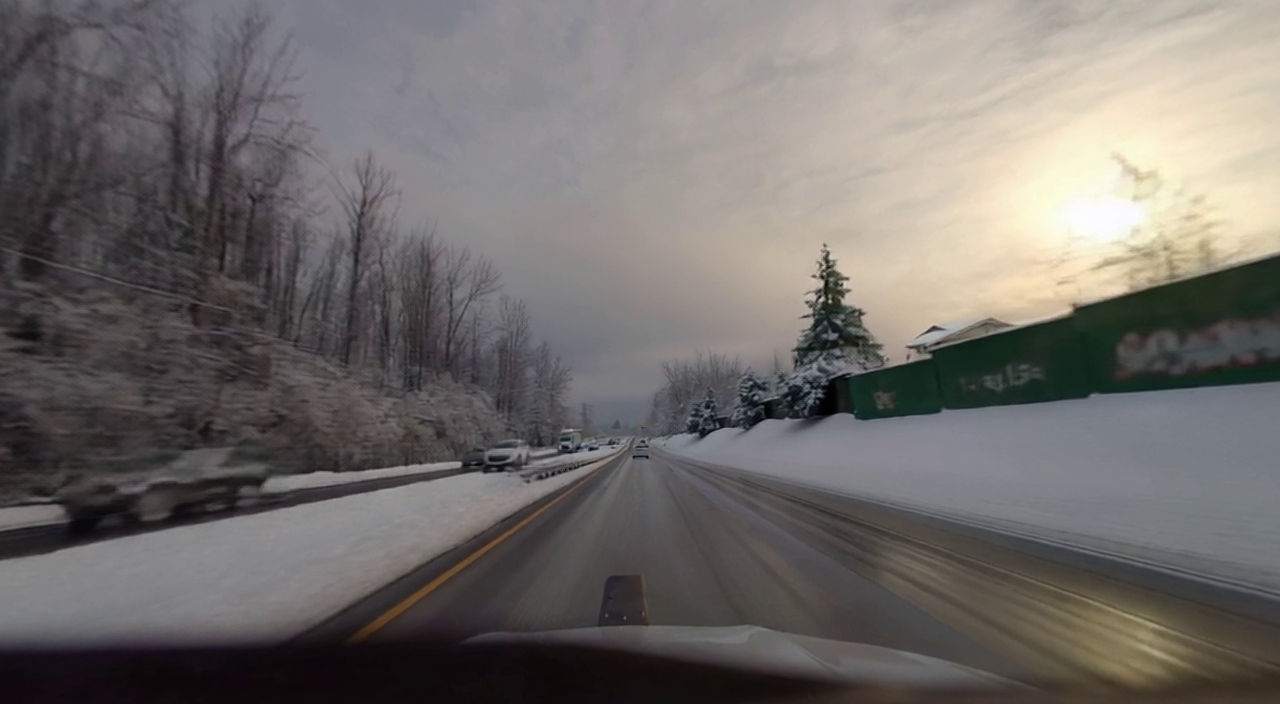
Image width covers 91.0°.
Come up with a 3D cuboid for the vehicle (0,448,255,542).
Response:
[{"bbox_3d":[-10.324,2.812,13.094,1.933,1.599,4.198,0,-8,0],"label":"vehicle"}]
